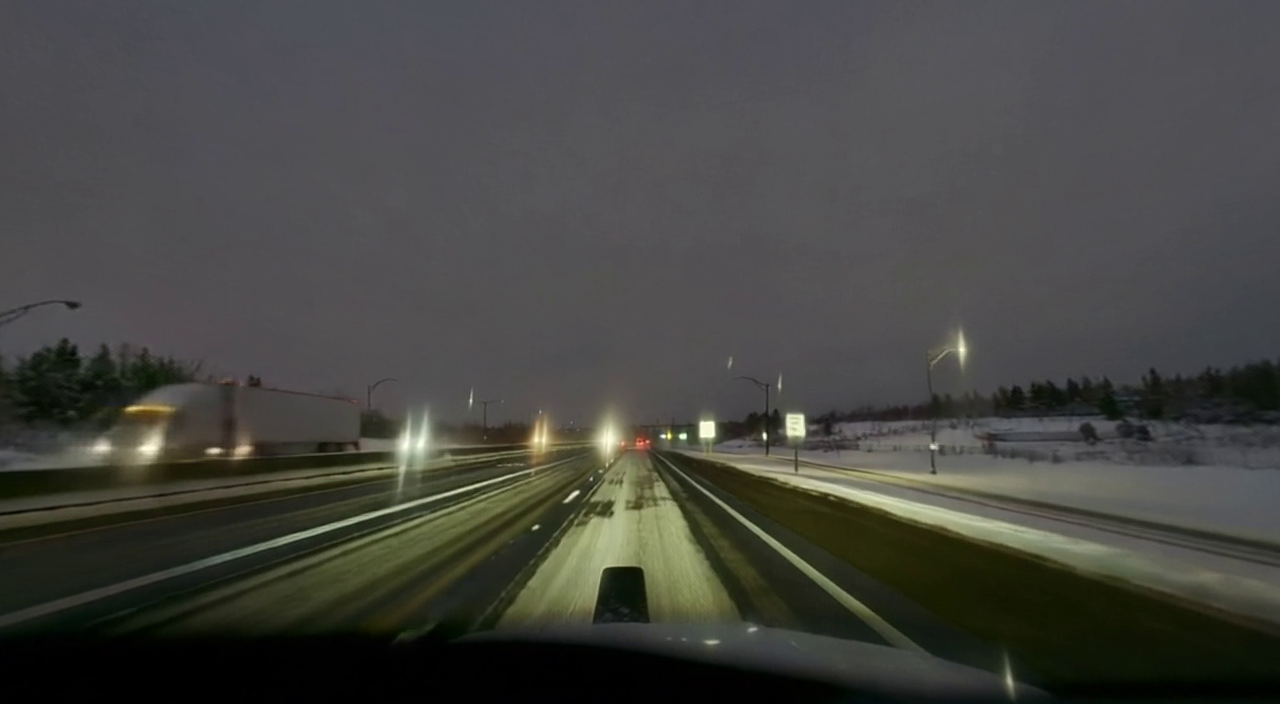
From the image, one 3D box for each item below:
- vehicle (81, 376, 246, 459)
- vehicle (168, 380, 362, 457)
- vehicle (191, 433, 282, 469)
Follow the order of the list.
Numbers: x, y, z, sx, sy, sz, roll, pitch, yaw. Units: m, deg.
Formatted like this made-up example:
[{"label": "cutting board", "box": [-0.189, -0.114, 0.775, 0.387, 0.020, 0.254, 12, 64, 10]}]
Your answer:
[{"label": "vehicle", "box": [-23.520, 3.422, 31.730, 3.070, 3.713, 6.478, 0, -8, 0]}, {"label": "vehicle", "box": [-23.507, 4.708, 41.659, 2.867, 4.027, 16.216, -1, -8, 0]}, {"label": "vehicle", "box": [-16.852, 4.152, 26.539, 1.502, 1.359, 3.382, -1, -8, 2]}]
